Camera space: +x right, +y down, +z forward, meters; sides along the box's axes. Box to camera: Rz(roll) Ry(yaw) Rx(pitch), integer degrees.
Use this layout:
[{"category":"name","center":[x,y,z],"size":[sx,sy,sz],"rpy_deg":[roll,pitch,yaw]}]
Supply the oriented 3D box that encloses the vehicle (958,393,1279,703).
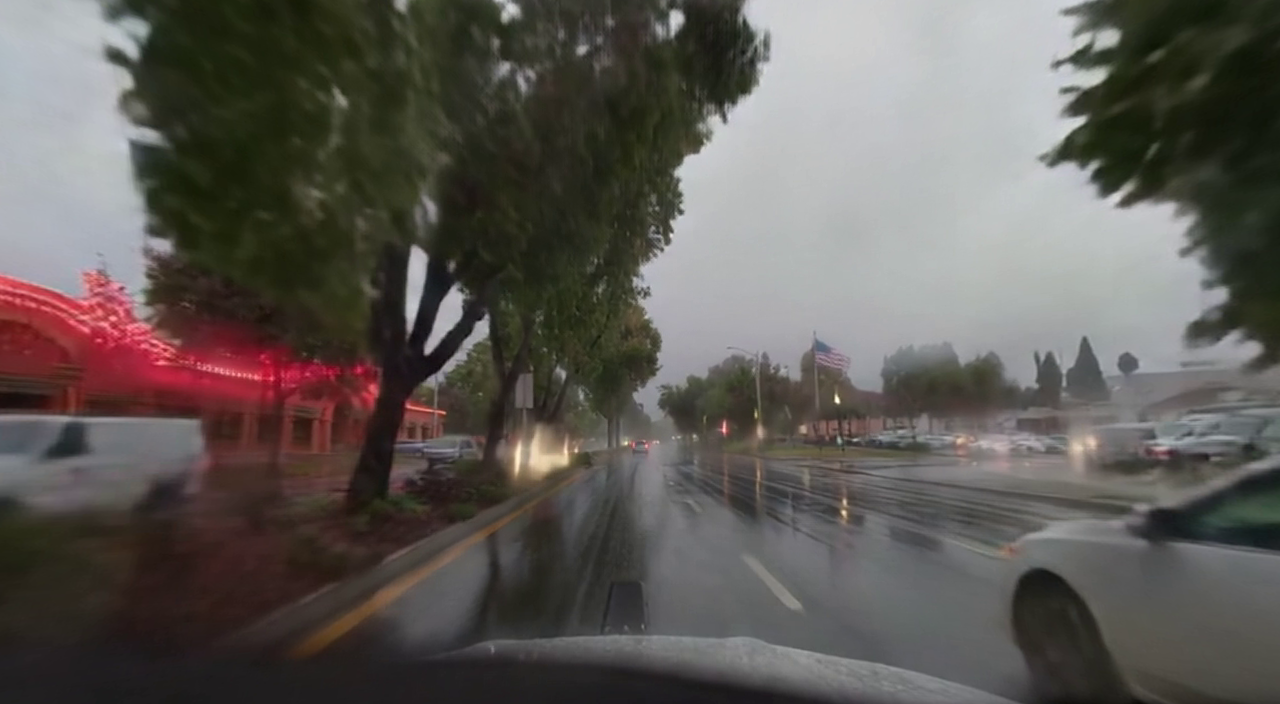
[{"category":"vehicle","center":[3.070,0.810,1.561],"size":[2.091,1.472,4.697],"rpy_deg":[0,-8,0]}]

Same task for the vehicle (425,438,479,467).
[{"category":"vehicle","center":[-11.653,6.274,39.430],"size":[1.985,1.658,4.541],"rpy_deg":[0,-8,0]}]

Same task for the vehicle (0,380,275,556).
[{"category":"vehicle","center":[-8.252,1.675,9.679],"size":[2.171,1.975,5.168],"rpy_deg":[0,-8,0]}]
